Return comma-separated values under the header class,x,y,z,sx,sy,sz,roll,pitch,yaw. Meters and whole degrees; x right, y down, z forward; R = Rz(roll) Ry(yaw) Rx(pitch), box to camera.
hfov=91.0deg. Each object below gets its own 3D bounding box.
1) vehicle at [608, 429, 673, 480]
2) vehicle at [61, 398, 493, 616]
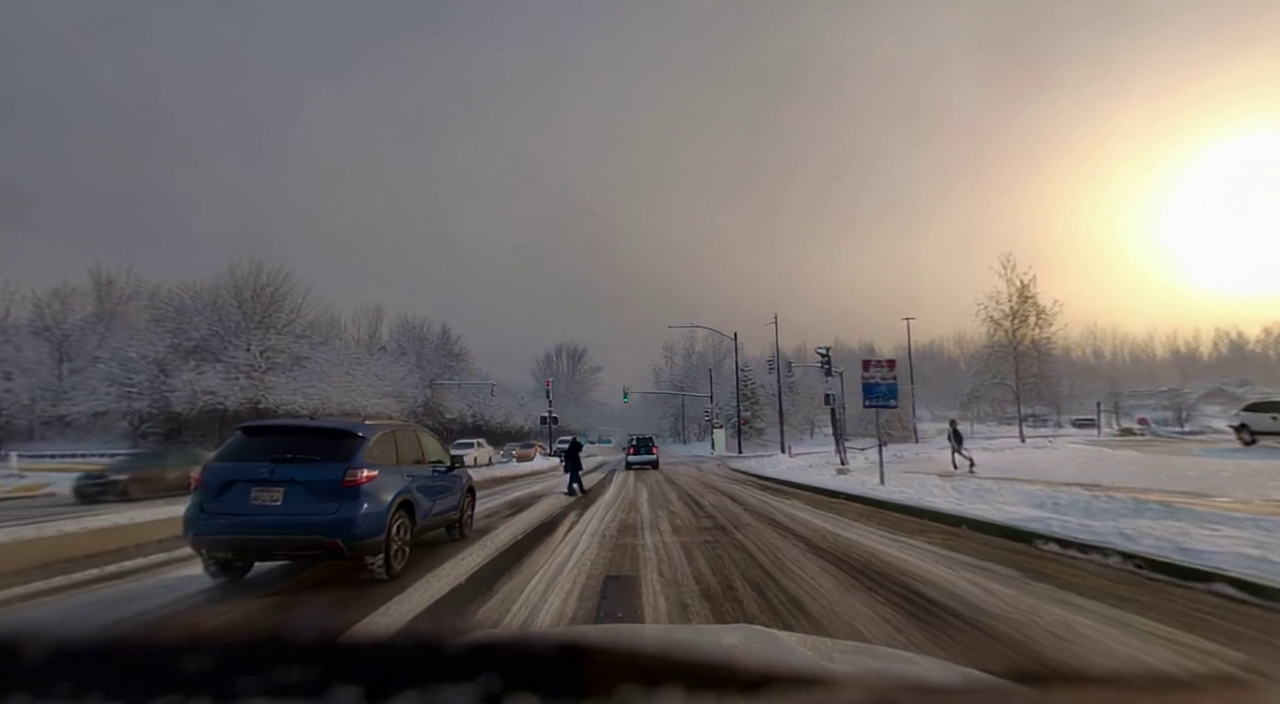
class,x,y,z,sx,sy,sz,roll,pitch,yaw
vehicle,-0.027,4.410,27.324,2.552,1.999,5.498,0,-8,-1
vehicle,-3.503,1.612,7.593,2.247,1.734,4.919,0,-8,0
